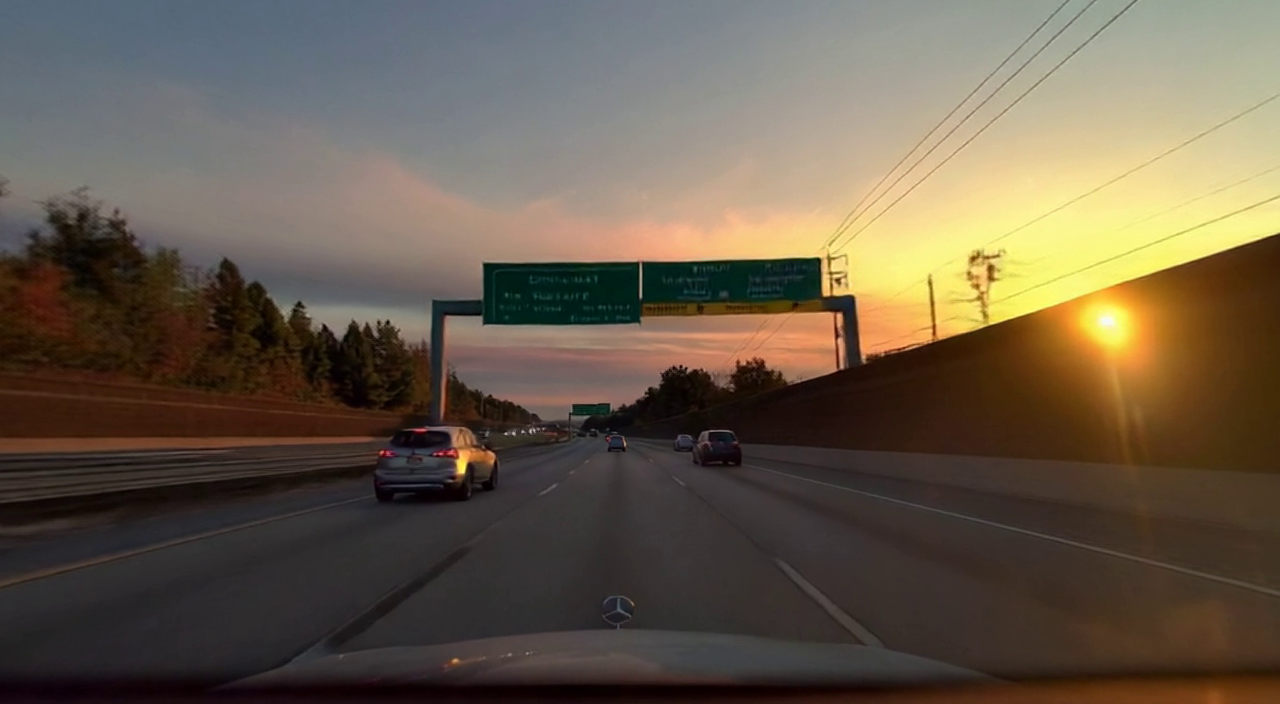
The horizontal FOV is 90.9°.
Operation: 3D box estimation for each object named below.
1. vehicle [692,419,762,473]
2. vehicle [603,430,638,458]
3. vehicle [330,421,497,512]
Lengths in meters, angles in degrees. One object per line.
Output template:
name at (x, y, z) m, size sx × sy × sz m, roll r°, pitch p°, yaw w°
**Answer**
vehicle at (3.240, 3.575, 24.128) m, size 1.976 × 1.905 × 3.263 m, roll 0°, pitch -8°, yaw -4°
vehicle at (-1.317, 5.970, 41.028) m, size 2.159 × 1.690 × 3.720 m, roll 0°, pitch -8°, yaw -3°
vehicle at (-4.521, 2.319, 13.375) m, size 2.100 × 1.590 × 4.077 m, roll 0°, pitch -7°, yaw -1°
